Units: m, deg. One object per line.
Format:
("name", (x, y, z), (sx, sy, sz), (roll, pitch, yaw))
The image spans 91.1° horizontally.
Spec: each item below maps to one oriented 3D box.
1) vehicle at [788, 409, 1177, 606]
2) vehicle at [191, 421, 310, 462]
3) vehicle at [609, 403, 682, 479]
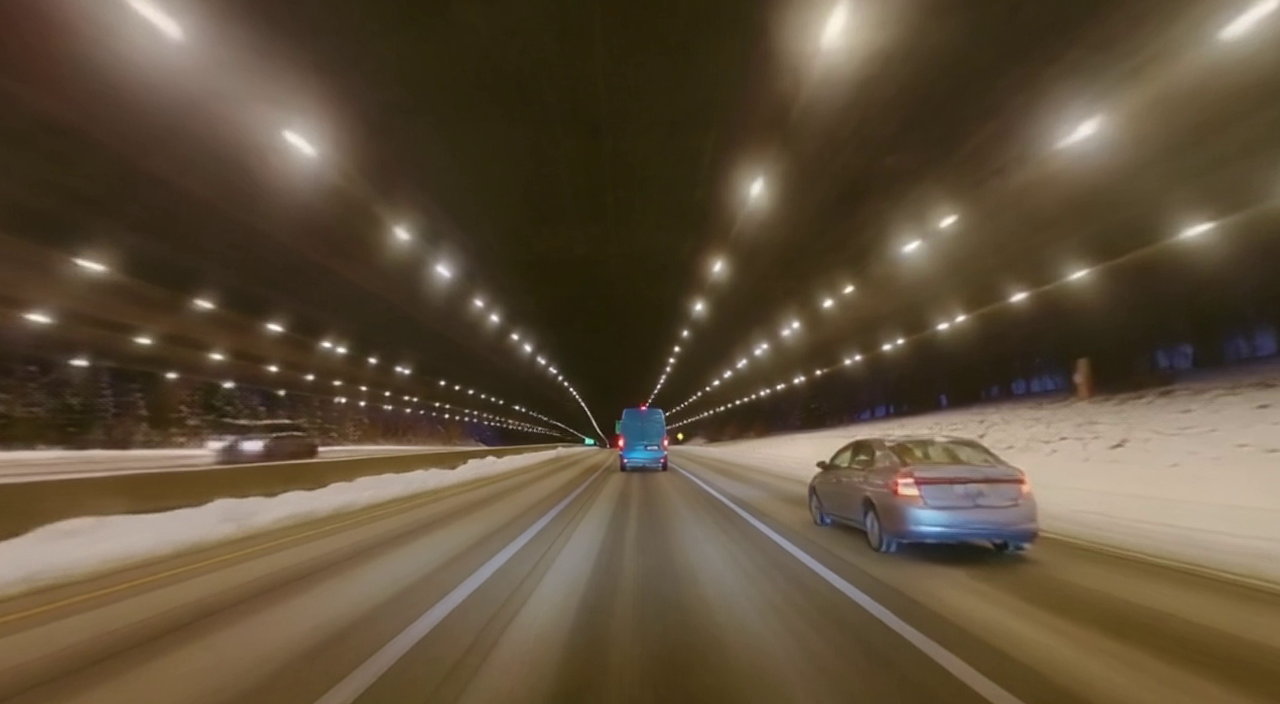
("vehicle", (3.242, 1.526, 7.149), (2.095, 1.553, 4.069), (0, -8, 0))
("vehicle", (-16.311, 3.779, 26.653), (2.113, 1.579, 4.531), (0, -8, 0))
("vehicle", (0.160, 3.268, 23.284), (2.404, 2.459, 5.229), (0, -8, 0))
